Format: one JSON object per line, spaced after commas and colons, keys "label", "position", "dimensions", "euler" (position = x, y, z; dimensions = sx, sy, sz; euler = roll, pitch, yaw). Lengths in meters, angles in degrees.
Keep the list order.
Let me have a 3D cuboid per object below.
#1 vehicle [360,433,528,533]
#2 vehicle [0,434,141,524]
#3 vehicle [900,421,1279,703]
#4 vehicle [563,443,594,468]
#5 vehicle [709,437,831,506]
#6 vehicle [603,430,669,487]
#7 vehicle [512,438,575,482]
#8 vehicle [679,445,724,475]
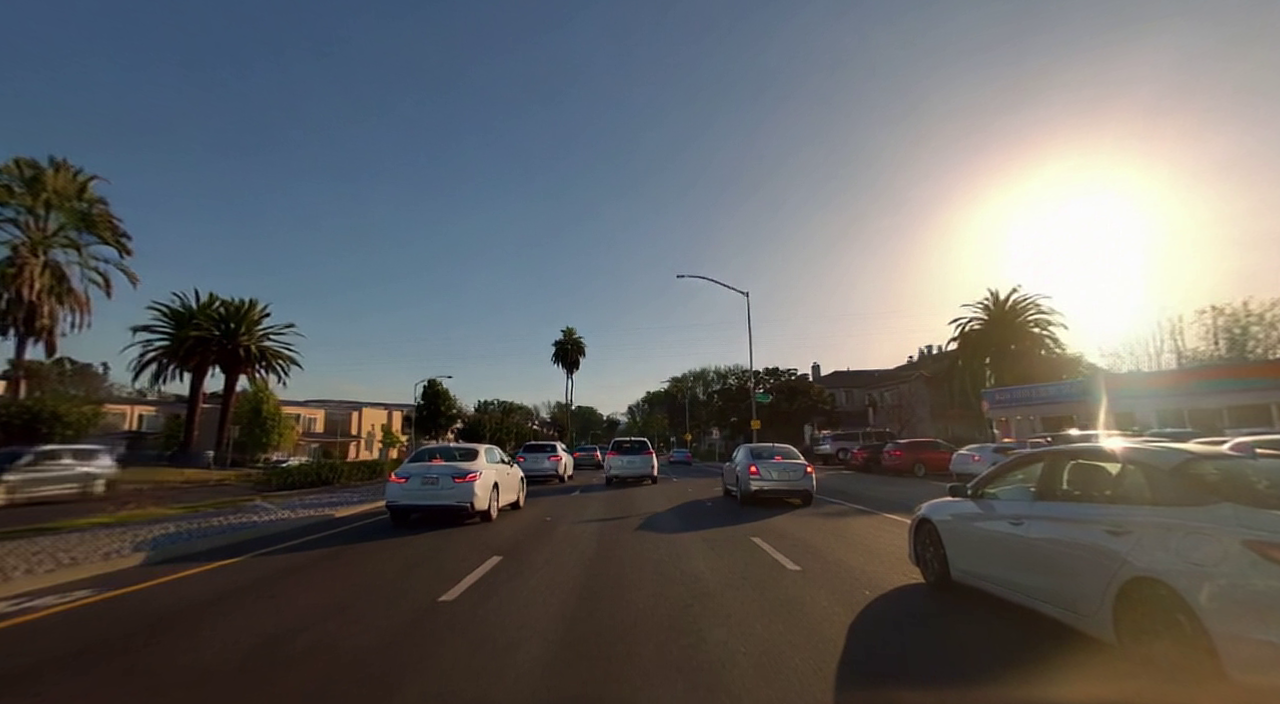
{"label": "vehicle", "position": [-3.365, 2.314, 11.753], "dimensions": [1.864, 1.505, 4.202], "euler": [0, -8, -1]}
{"label": "vehicle", "position": [-13.785, 2.696, 13.656], "dimensions": [2.113, 1.772, 4.591], "euler": [0, -8, 0]}
{"label": "vehicle", "position": [3.638, 1.249, 4.206], "dimensions": [1.867, 1.448, 4.436], "euler": [0, -8, -1]}
{"label": "vehicle", "position": [-4.282, 7.290, 44.632], "dimensions": [1.871, 1.673, 3.920], "euler": [0, -8, -1]}
{"label": "vehicle", "position": [3.097, 2.950, 16.041], "dimensions": [1.977, 1.480, 4.589], "euler": [0, -8, -2]}
{"label": "vehicle", "position": [-0.150, 3.840, 22.952], "dimensions": [2.164, 1.867, 4.254], "euler": [0, -8, 0]}
{"label": "vehicle", "position": [-3.920, 4.467, 26.336], "dimensions": [1.932, 1.695, 4.235], "euler": [0, -8, 0]}
{"label": "vehicle", "position": [3.285, 5.832, 34.215], "dimensions": [1.880, 1.476, 3.932], "euler": [0, -8, -2]}
